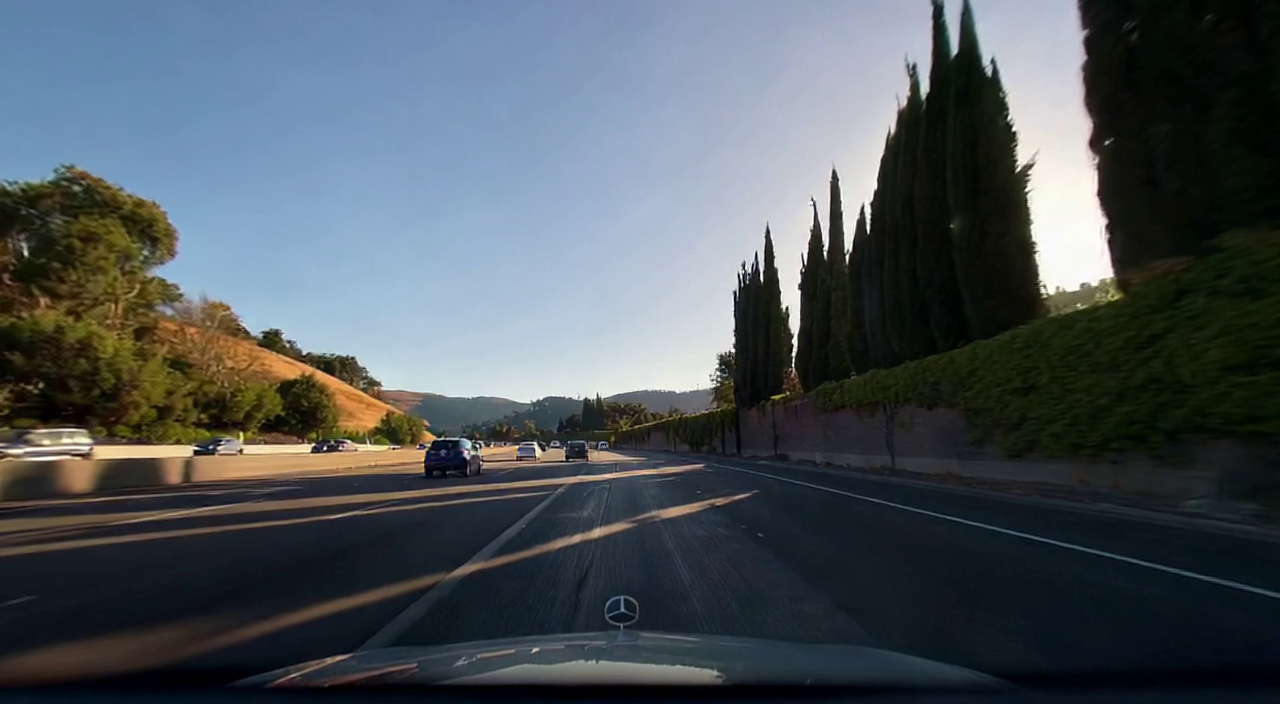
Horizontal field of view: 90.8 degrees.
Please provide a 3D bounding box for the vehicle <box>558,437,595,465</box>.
[{"bbox_3d":[-4.125,6.519,41.644,2.115,1.713,4.263,0,-9,-2],"label":"vehicle"}]

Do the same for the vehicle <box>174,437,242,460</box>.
[{"bbox_3d":[-32.227,7.202,47.288,1.948,1.595,4.502,0,-9,-2],"label":"vehicle"}]

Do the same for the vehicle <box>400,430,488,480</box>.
[{"bbox_3d":[-7.650,4.091,25.257,2.074,1.768,4.805,0,-9,-1],"label":"vehicle"}]

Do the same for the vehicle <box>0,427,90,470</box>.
[{"bbox_3d":[-24.556,3.767,24.708,1.868,1.573,4.676,0,-9,-1],"label":"vehicle"}]
